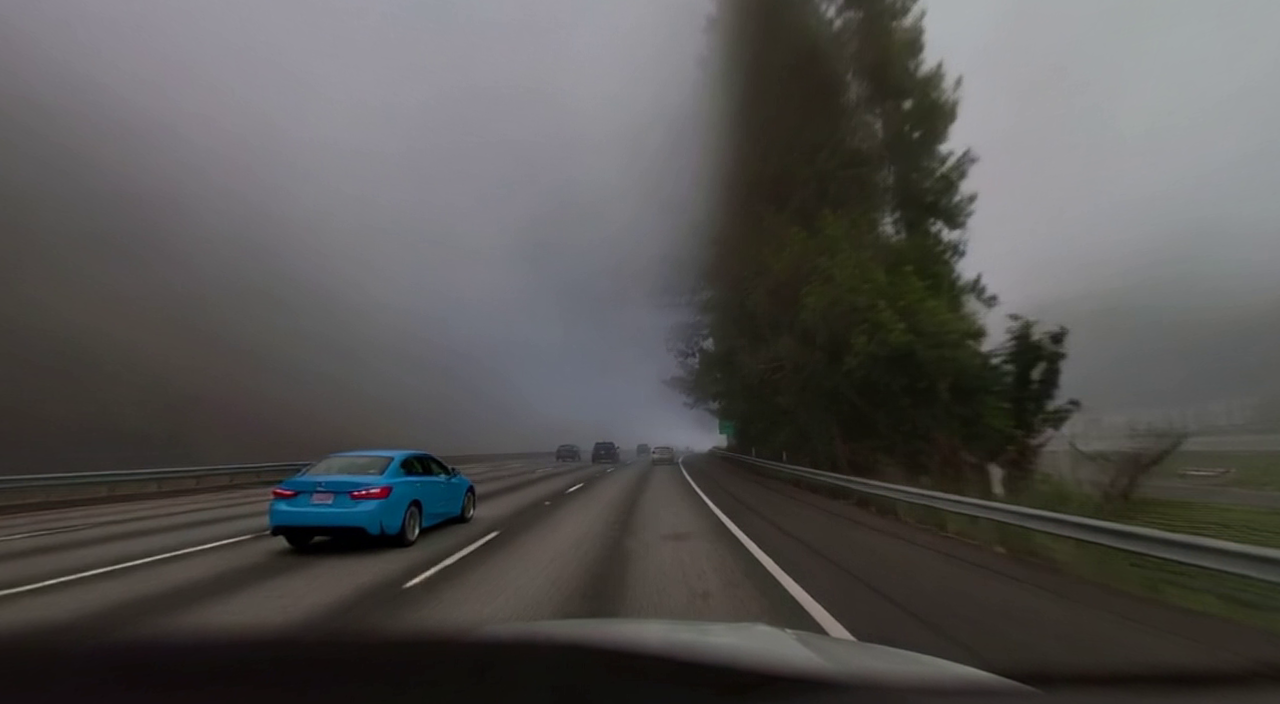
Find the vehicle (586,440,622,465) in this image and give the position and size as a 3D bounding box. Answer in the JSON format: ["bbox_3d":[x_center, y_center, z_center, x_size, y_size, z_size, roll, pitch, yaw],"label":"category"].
[{"bbox_3d":[-2.593,7.407,46.677,2.071,1.716,4.363,-1,-8,4],"label":"vehicle"}]

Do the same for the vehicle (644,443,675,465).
[{"bbox_3d":[1.451,7.262,45.024,2.113,1.464,4.073,0,-8,3],"label":"vehicle"}]
